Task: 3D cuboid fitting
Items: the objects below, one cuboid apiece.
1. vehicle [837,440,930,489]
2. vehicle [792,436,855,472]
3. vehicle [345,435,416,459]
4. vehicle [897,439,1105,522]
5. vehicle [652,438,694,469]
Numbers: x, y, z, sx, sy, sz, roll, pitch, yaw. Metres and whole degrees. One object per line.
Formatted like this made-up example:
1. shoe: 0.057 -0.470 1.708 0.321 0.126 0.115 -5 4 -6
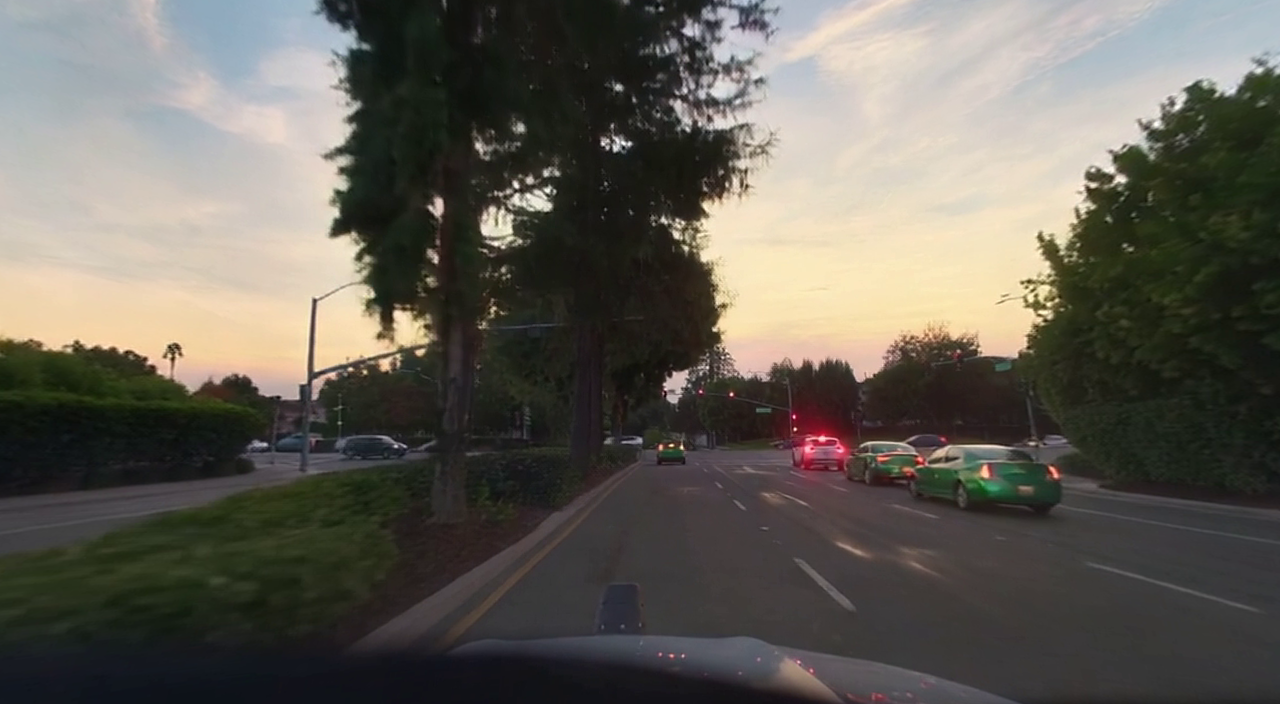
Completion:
1. vehicle: 8.039 3.722 21.197 1.726 1.467 3.793 -1 -8 2
2. vehicle: 8.592 4.821 29.932 1.901 1.577 4.348 -1 -8 3
3. vehicle: -20.501 7.503 49.953 4.786 1.803 1.967 -1 -8 6
4. vehicle: 7.535 2.688 13.876 1.947 1.478 4.731 -1 -8 3
5. vehicle: 1.662 5.217 32.649 2.041 1.485 3.813 -1 -8 2
